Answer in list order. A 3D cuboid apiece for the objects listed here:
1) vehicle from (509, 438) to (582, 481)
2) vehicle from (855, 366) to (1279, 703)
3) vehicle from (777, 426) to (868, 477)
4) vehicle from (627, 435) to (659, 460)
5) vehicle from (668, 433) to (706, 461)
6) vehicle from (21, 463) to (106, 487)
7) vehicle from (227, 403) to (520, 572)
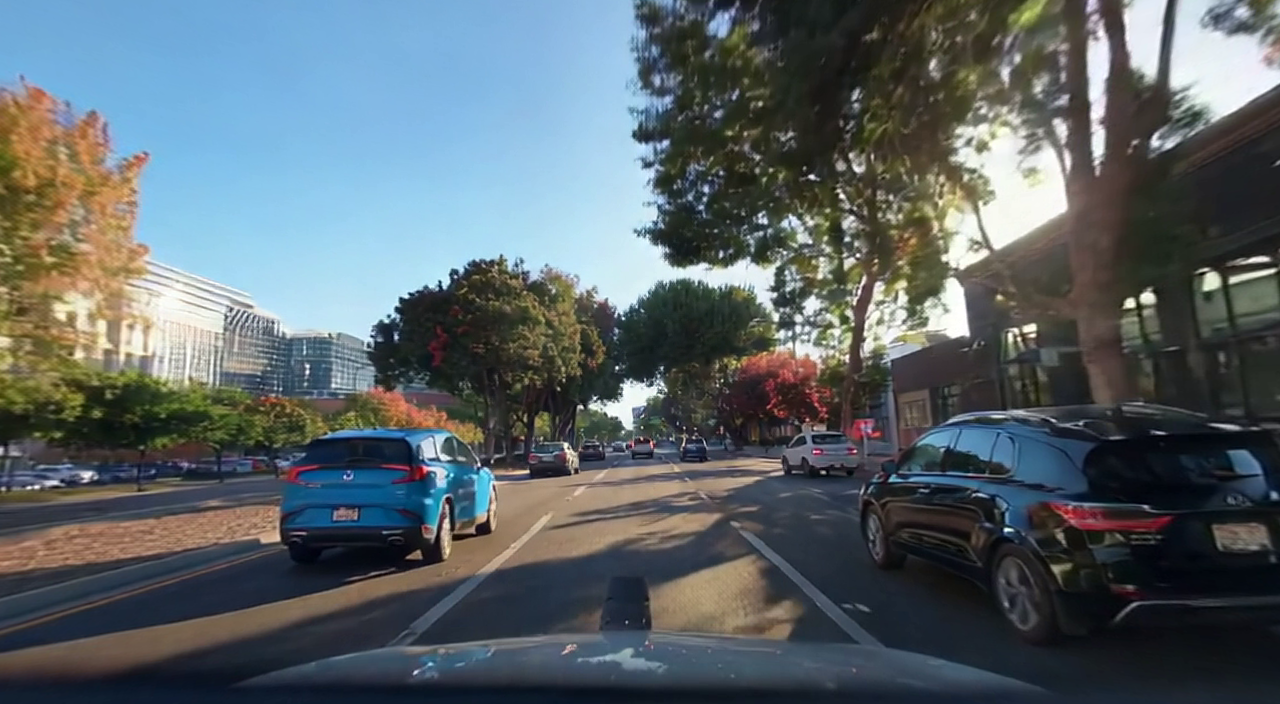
[{"bbox_3d":[-3.427,3.991,23.648,2.036,1.465,4.301,0,-9,1],"label":"vehicle"},{"bbox_3d":[3.612,1.235,5.408,2.088,1.666,4.512,-1,-9,3],"label":"vehicle"},{"bbox_3d":[6.922,3.843,24.475,2.076,1.793,4.464,0,-9,-1],"label":"vehicle"},{"bbox_3d":[0.187,7.278,47.956,2.304,1.795,4.526,0,-9,-1],"label":"vehicle"},{"bbox_3d":[3.190,6.596,43.582,2.178,1.804,4.766,0,-9,-1],"label":"vehicle"},{"bbox_3d":[-45.423,9.669,49.802,1.983,1.679,4.833,-1,-9,4],"label":"vehicle"},{"bbox_3d":[-3.177,1.733,8.768,2.141,1.719,4.379,0,-9,0],"label":"vehicle"}]
